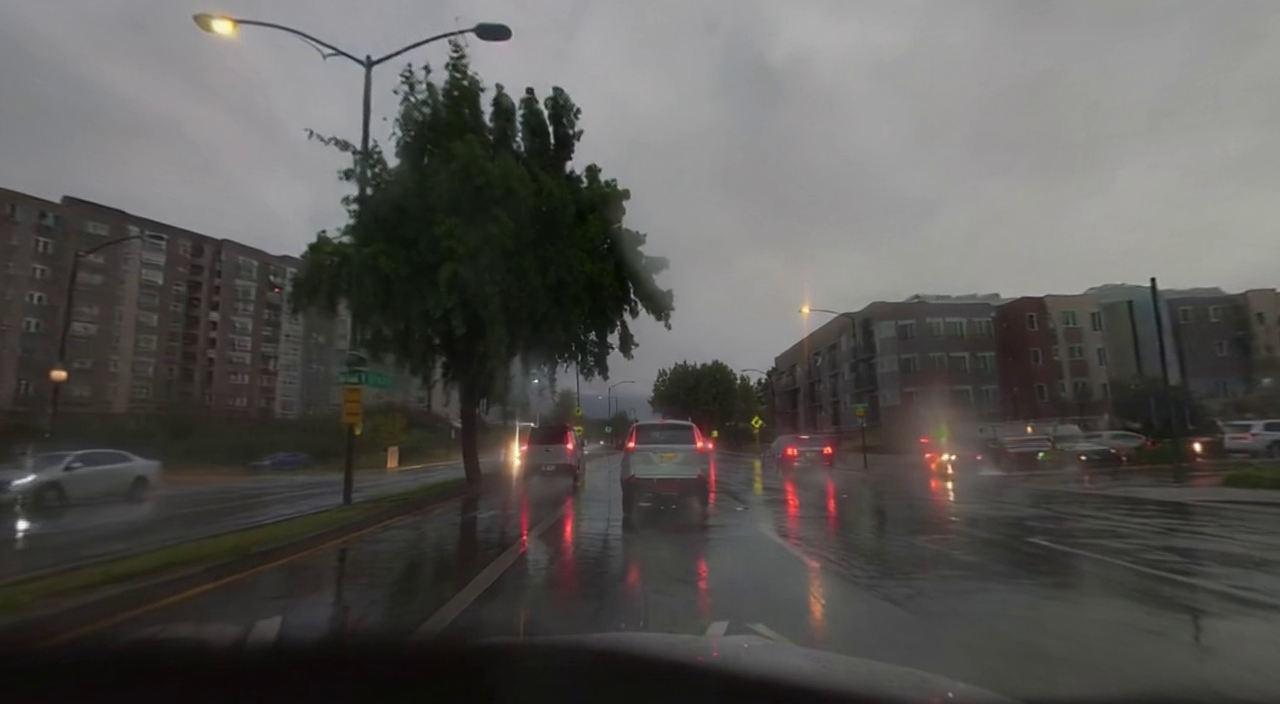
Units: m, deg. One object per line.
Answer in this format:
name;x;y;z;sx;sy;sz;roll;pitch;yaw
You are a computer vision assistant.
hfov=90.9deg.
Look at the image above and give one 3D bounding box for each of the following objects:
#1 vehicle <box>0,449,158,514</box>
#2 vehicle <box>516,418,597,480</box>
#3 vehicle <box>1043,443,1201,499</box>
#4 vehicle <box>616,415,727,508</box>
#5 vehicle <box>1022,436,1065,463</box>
vehicle;-15.465;3.352;16.887;1.993;1.462;4.586;1;-8;-9
vehicle;-3.047;3.727;24.340;2.396;2.143;4.824;0;-8;1
vehicle;14.107;3.470;18.769;1.706;1.474;3.761;0;-8;0
vehicle;0.590;2.503;14.725;2.222;1.841;4.031;0;-8;-1
vehicle;23.270;5.633;36.492;1.693;1.480;3.653;-5;-9;27
